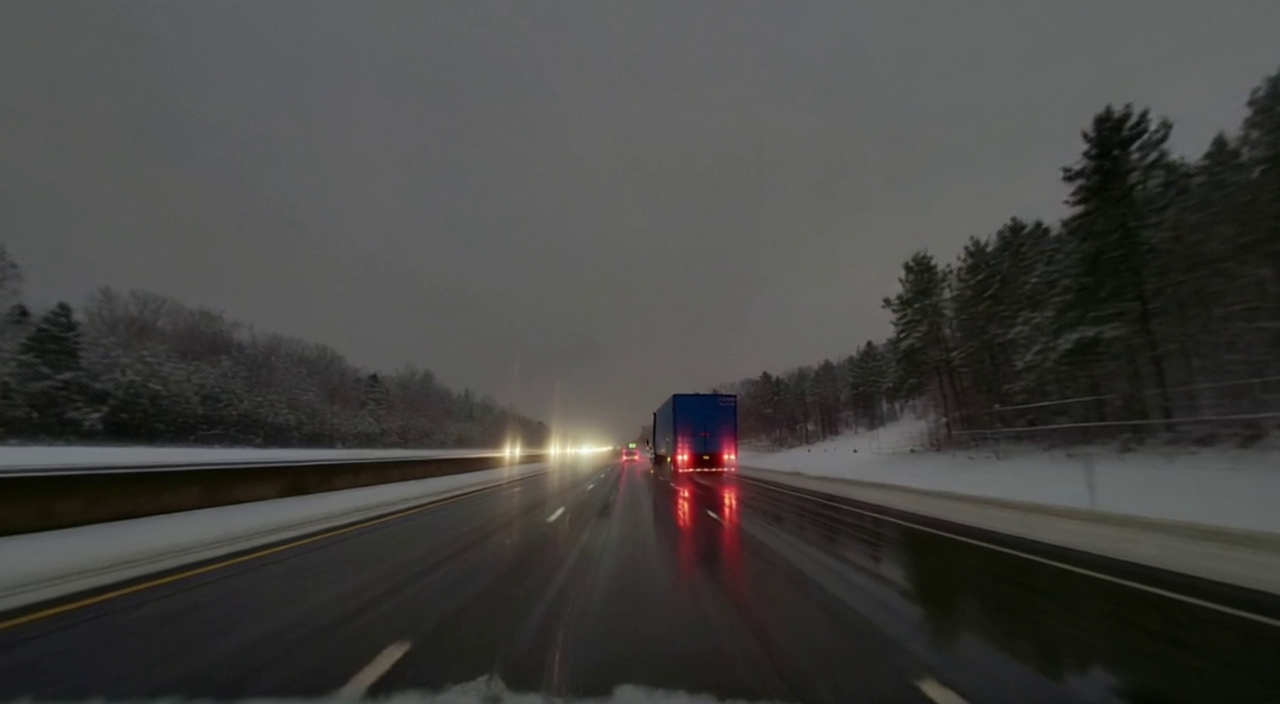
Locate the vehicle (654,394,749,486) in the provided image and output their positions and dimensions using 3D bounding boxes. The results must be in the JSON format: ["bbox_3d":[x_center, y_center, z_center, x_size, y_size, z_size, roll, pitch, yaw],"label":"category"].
[{"bbox_3d":[2.966,5.294,37.054,3.462,4.177,16.311,0,-9,-2],"label":"vehicle"}]

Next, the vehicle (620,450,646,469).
[{"bbox_3d":[-0.547,8.457,49.699,1.898,1.438,4.053,0,-9,0],"label":"vehicle"}]
